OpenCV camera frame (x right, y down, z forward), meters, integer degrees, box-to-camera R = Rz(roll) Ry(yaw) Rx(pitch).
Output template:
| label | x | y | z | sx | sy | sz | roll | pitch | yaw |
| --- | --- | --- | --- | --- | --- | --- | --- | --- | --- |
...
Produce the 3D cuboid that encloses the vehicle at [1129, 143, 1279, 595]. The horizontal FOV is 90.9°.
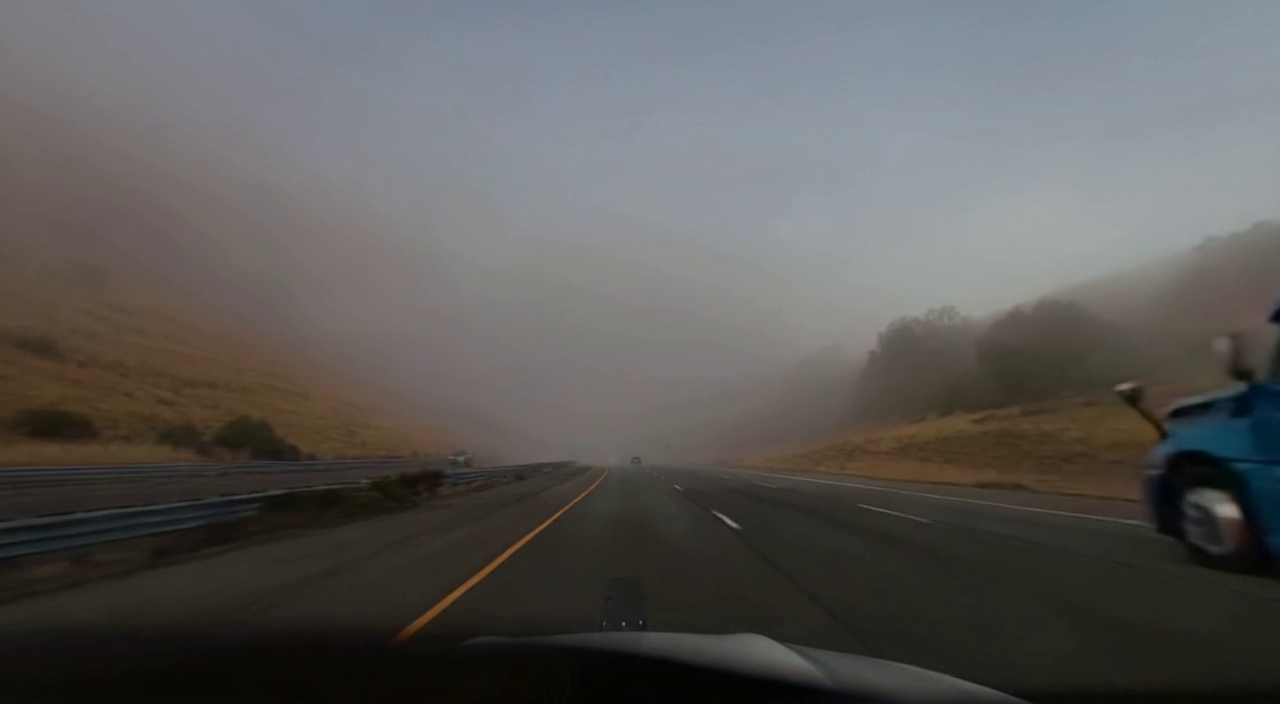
| label | x | y | z | sx | sy | sz | roll | pitch | yaw |
| --- | --- | --- | --- | --- | --- | --- | --- | --- | --- |
| vehicle | 7.445 | -0.267 | 2.865 | 3.431 | 4.023 | 8.588 | 0 | -8 | 0 |
